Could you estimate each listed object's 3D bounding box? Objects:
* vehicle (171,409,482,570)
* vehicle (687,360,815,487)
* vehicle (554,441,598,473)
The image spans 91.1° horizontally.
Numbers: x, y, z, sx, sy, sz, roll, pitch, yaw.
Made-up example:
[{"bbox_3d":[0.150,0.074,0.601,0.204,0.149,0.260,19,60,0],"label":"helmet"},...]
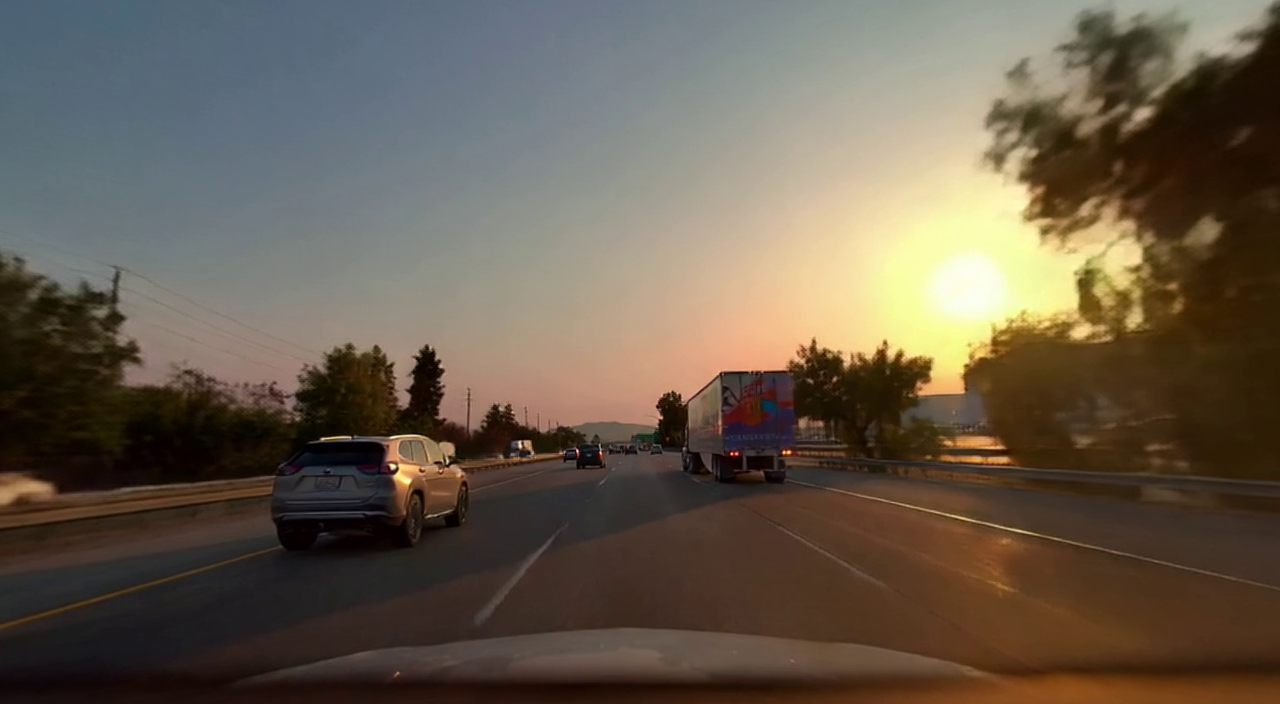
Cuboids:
[{"bbox_3d":[-4.079,1.893,9.371,2.202,1.760,4.617,0,-9,0],"label":"vehicle"},{"bbox_3d":[4.208,3.439,28.018,2.998,4.236,13.886,0,-9,-1],"label":"vehicle"},{"bbox_3d":[-3.656,6.131,36.795,2.139,1.716,4.530,0,-9,0],"label":"vehicle"}]
